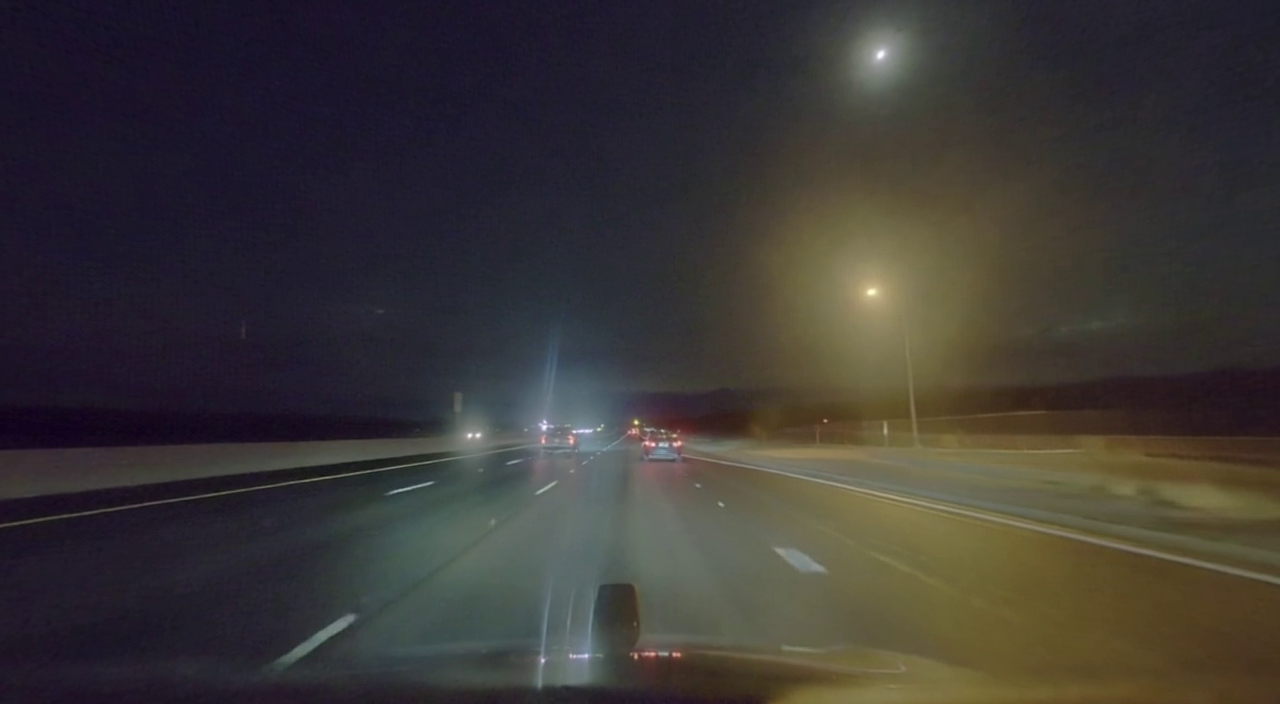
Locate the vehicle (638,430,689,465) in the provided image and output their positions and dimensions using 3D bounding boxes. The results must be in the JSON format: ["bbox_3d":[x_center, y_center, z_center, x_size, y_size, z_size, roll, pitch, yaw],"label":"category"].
[{"bbox_3d":[0.986,4.287,28.431,1.948,1.470,3.913,0,-8,-3],"label":"vehicle"}]

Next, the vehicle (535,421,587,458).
[{"bbox_3d":[-4.299,4.853,34.931,2.251,1.938,4.708,0,-8,0],"label":"vehicle"}]
